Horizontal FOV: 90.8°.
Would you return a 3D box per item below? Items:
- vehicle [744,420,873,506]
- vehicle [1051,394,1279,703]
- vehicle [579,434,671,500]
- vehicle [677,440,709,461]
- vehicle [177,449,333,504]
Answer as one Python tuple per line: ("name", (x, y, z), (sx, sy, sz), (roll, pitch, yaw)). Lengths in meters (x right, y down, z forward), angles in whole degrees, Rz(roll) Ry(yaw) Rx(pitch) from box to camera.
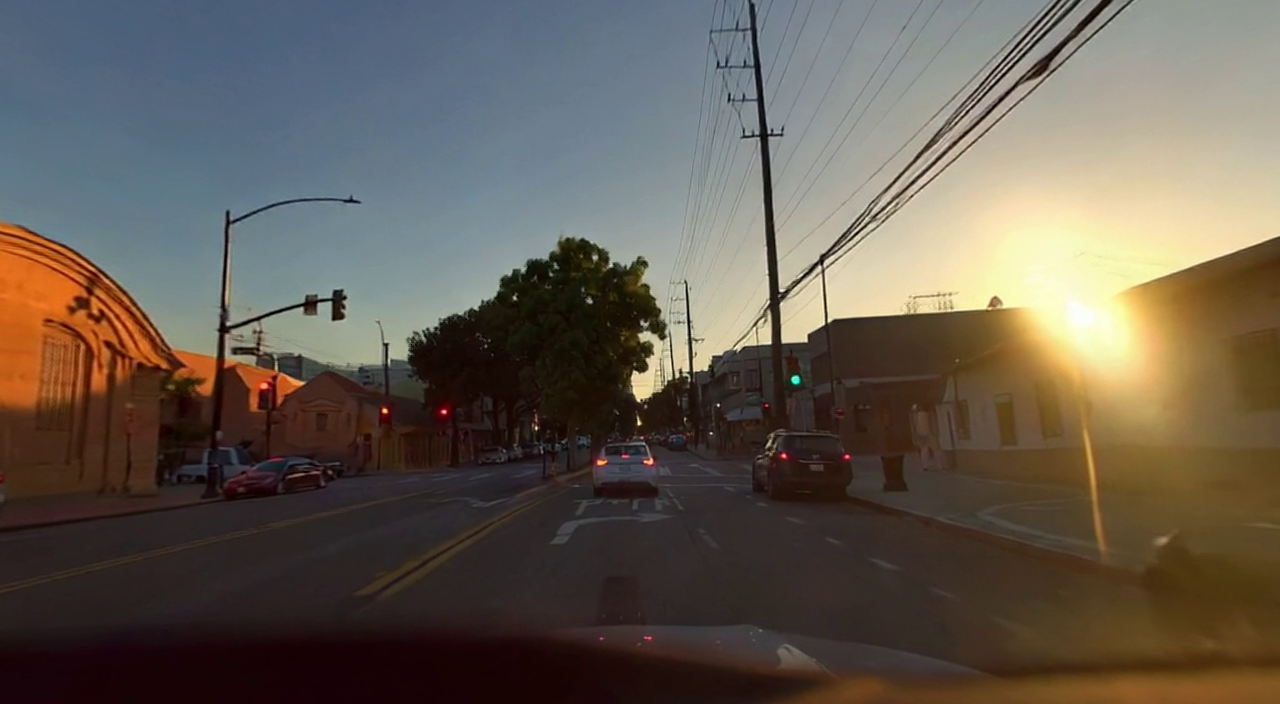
("vehicle", (3.899, 2.658, 15.444), (2.015, 1.780, 4.261), (0, -9, 1))
("vehicle", (3.913, 0.912, 2.423), (2.003, 1.524, 3.868), (0, -7, -1))
("vehicle", (-0.352, 2.885, 16.276), (2.049, 1.453, 4.299), (0, -9, -1))
("vehicle", (3.938, 7.479, 47.858), (1.933, 1.479, 4.430), (0, -9, -1))
("vehicle", (-11.991, 3.869, 20.164), (1.980, 1.502, 4.655), (-1, -9, 1))
